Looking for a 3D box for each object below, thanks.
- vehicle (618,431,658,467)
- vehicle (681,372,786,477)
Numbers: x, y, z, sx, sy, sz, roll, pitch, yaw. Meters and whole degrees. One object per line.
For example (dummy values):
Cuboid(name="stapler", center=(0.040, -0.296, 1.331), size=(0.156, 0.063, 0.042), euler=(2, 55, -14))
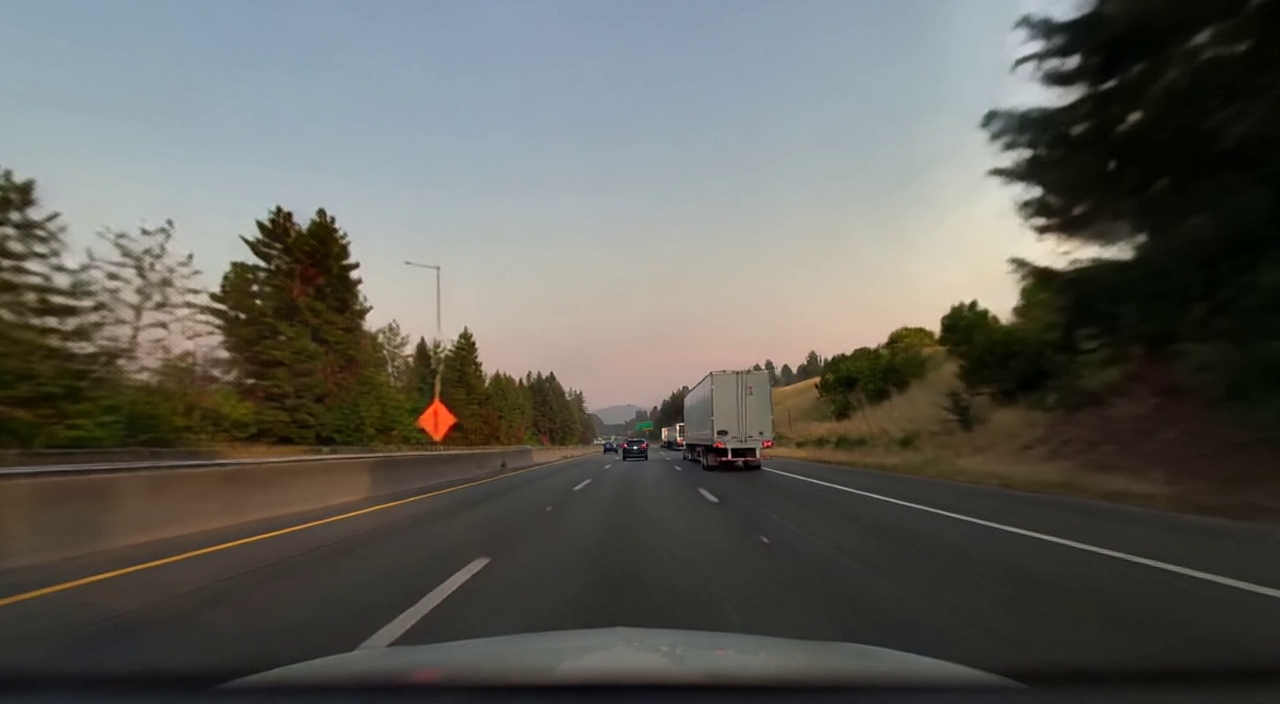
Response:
Cuboid(name="vehicle", center=(-0.111, 5.651, 36.879), size=(2.211, 1.933, 4.315), euler=(-1, -8, 0))
Cuboid(name="vehicle", center=(4.156, 3.890, 32.108), size=(3.005, 4.121, 14.417), euler=(0, -8, -1))
